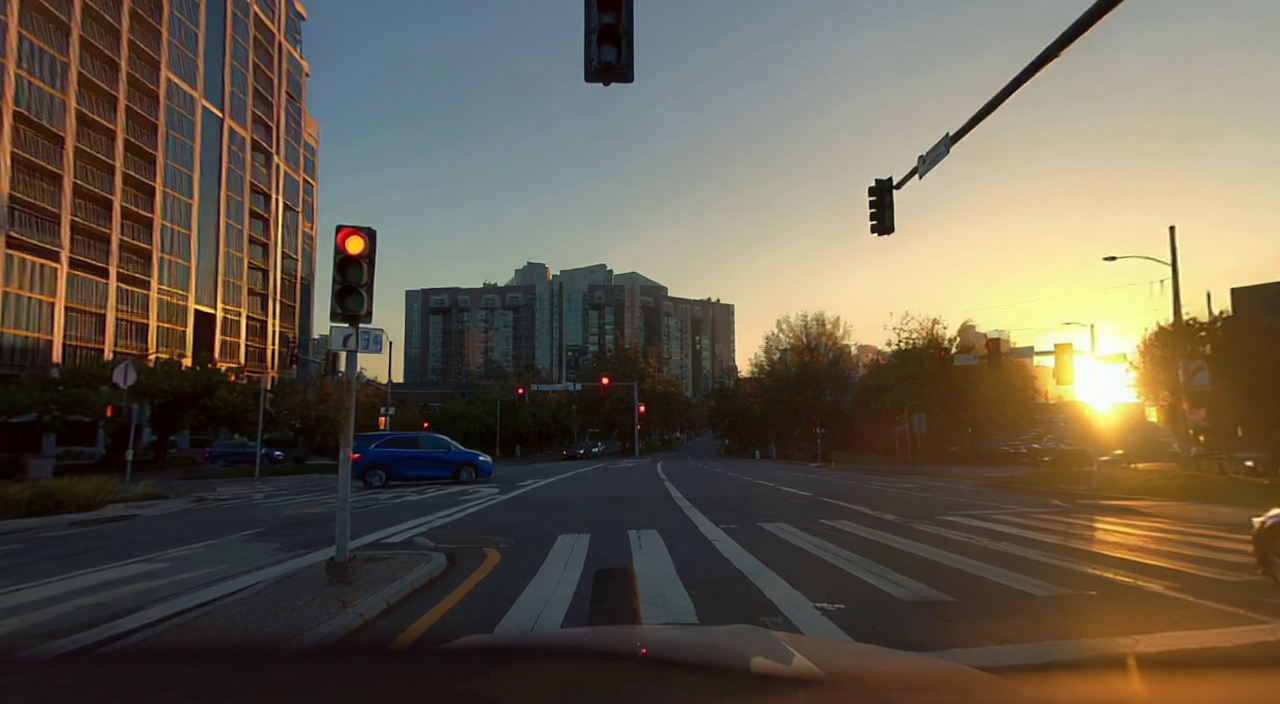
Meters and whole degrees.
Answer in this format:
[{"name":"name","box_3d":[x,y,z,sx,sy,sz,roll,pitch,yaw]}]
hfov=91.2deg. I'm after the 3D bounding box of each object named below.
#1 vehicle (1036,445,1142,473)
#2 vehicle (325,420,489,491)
[{"name":"vehicle","box_3d":[26.326,6.263,36.843,4.736,1.542,1.966,0,-9,-1]},{"name":"vehicle","box_3d":[-11.207,4.962,30.439,7.088,3.096,2.678,3,-10,-24]}]
